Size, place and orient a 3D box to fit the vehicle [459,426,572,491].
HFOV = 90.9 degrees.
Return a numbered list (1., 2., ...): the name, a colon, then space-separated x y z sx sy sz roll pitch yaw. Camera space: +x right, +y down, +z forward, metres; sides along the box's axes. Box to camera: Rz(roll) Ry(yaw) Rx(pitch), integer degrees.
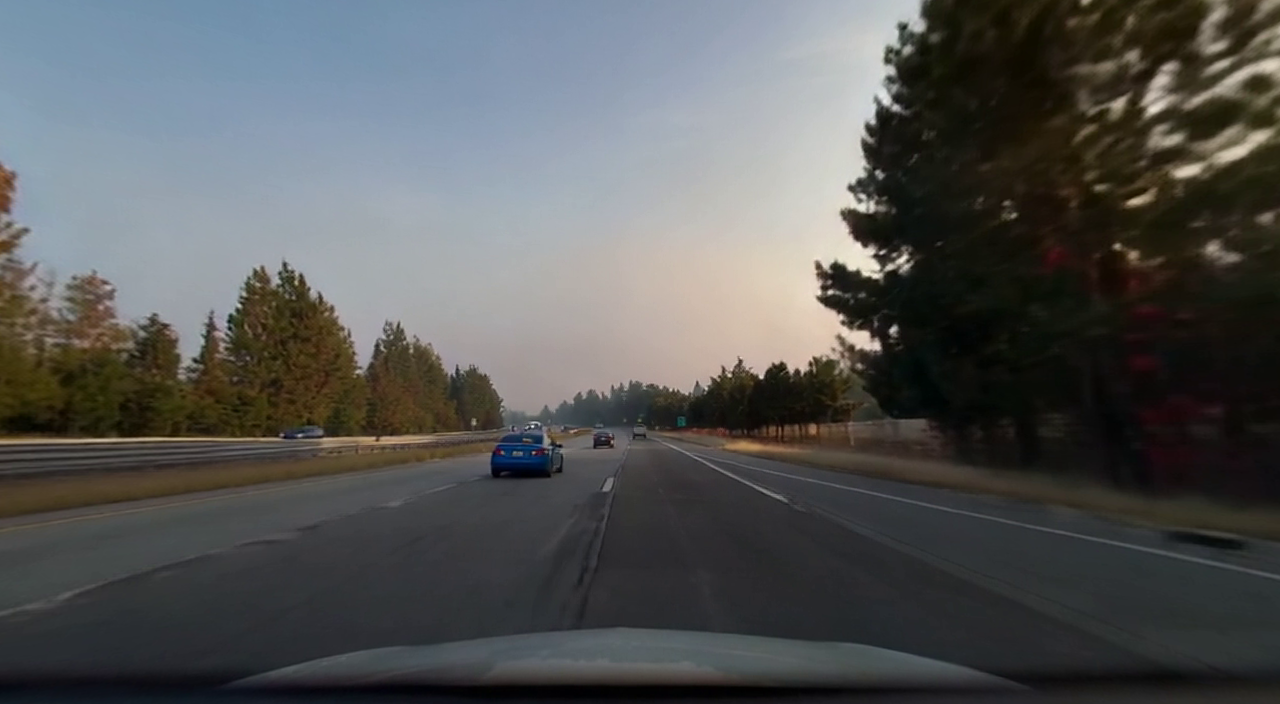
1. vehicle: -3.016 2.658 16.238 1.977 1.443 4.225 0 -8 1
